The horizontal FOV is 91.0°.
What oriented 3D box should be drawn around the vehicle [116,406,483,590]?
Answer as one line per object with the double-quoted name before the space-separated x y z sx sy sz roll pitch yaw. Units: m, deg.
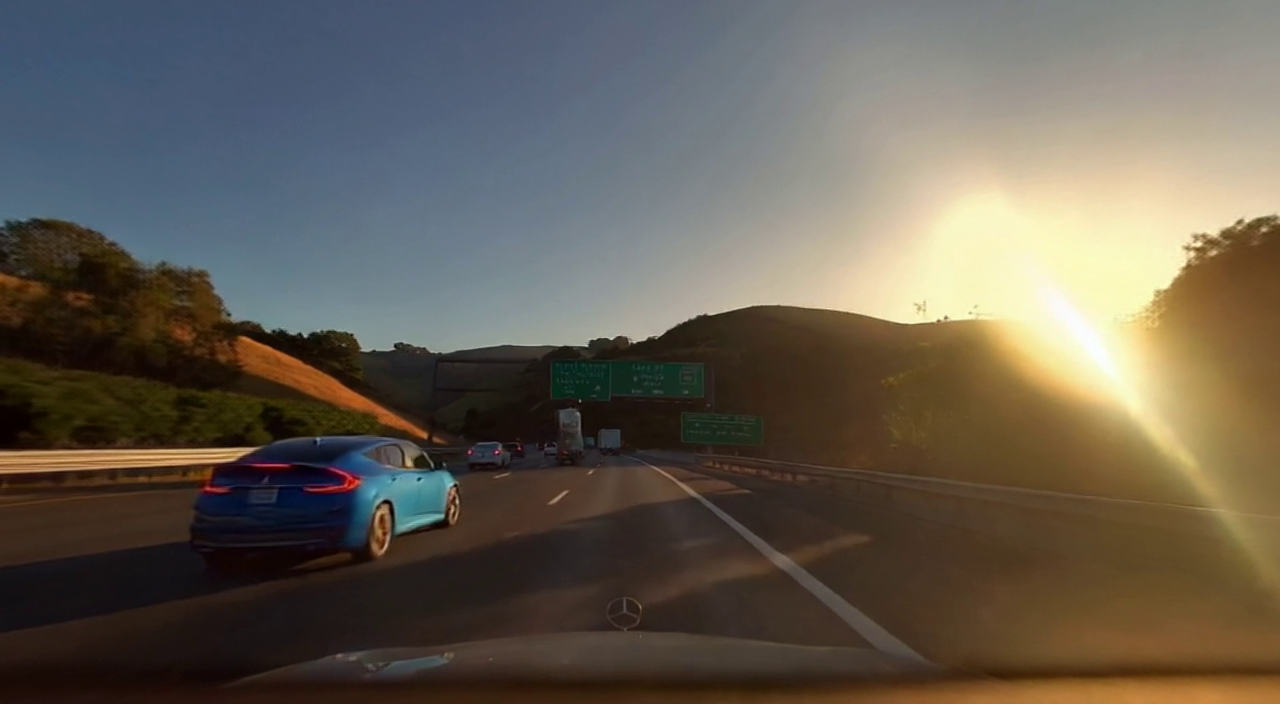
"vehicle" -3.761 1.716 8.267 2.180 1.685 4.668 1 -9 0
